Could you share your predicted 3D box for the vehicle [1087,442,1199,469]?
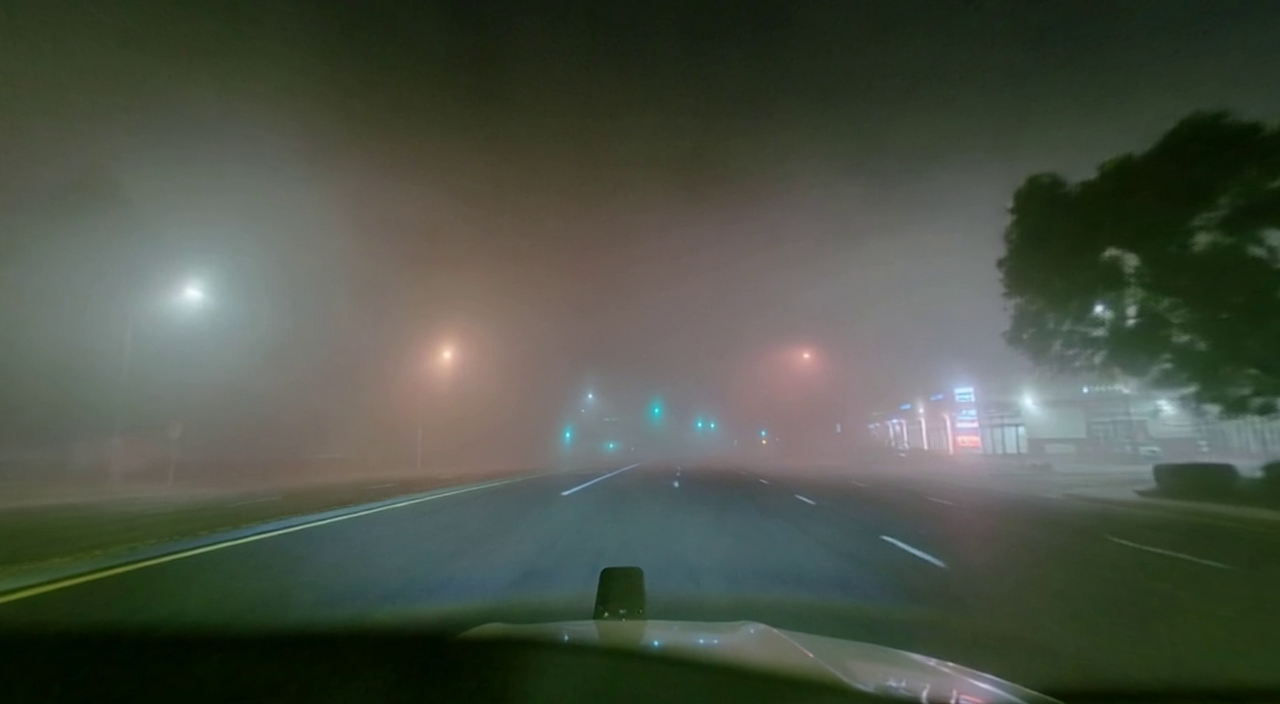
[{"bbox_3d":[27.971,5.748,35.046,4.440,1.378,1.936,0,-7,6],"label":"vehicle"}]
